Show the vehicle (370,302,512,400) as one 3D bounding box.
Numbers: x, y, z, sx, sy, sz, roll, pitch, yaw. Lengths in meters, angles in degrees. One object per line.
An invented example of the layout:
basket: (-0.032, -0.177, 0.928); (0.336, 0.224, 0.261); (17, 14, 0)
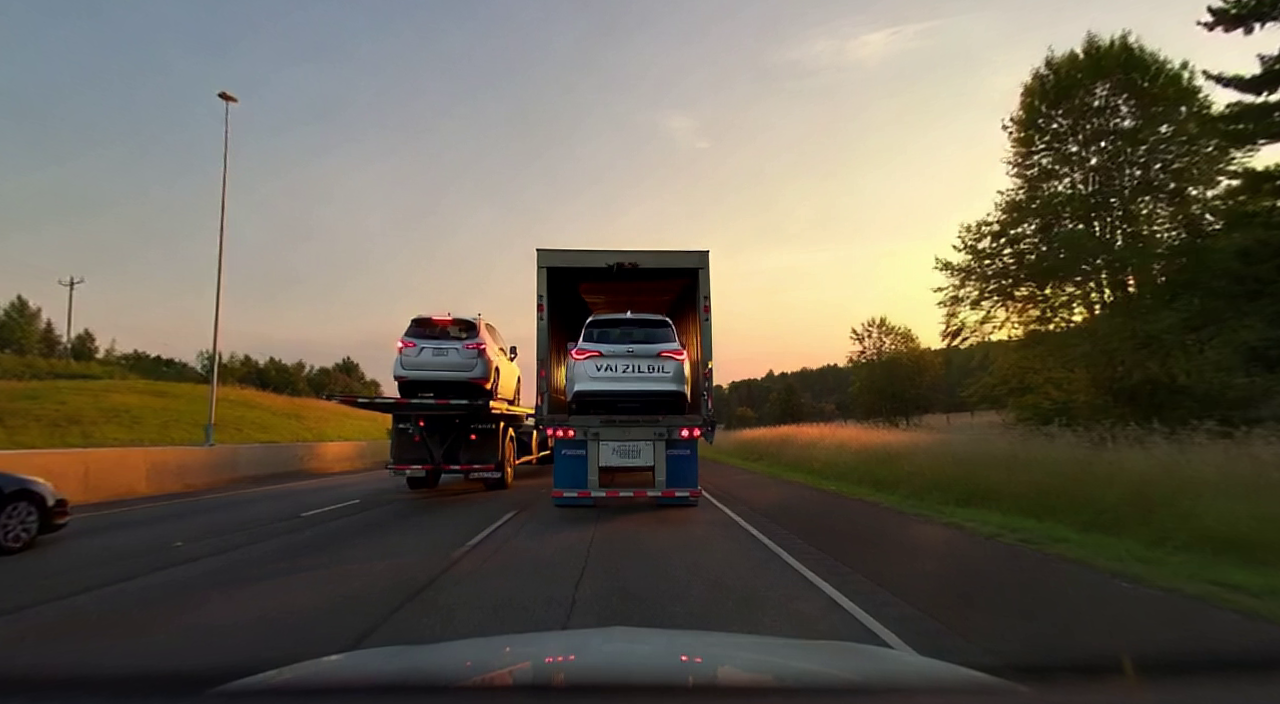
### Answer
vehicle: (-4.596, 0.145, 15.422); (2.118, 1.799, 4.591); (0, -7, -2)

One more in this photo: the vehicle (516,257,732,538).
vehicle: (-0.399, 1.137, 12.783); (2.738, 3.628, 9.223); (0, -7, -3)

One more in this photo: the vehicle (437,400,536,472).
vehicle: (-4.598, 2.609, 19.676); (2.258, 1.970, 4.402); (0, -8, -4)
